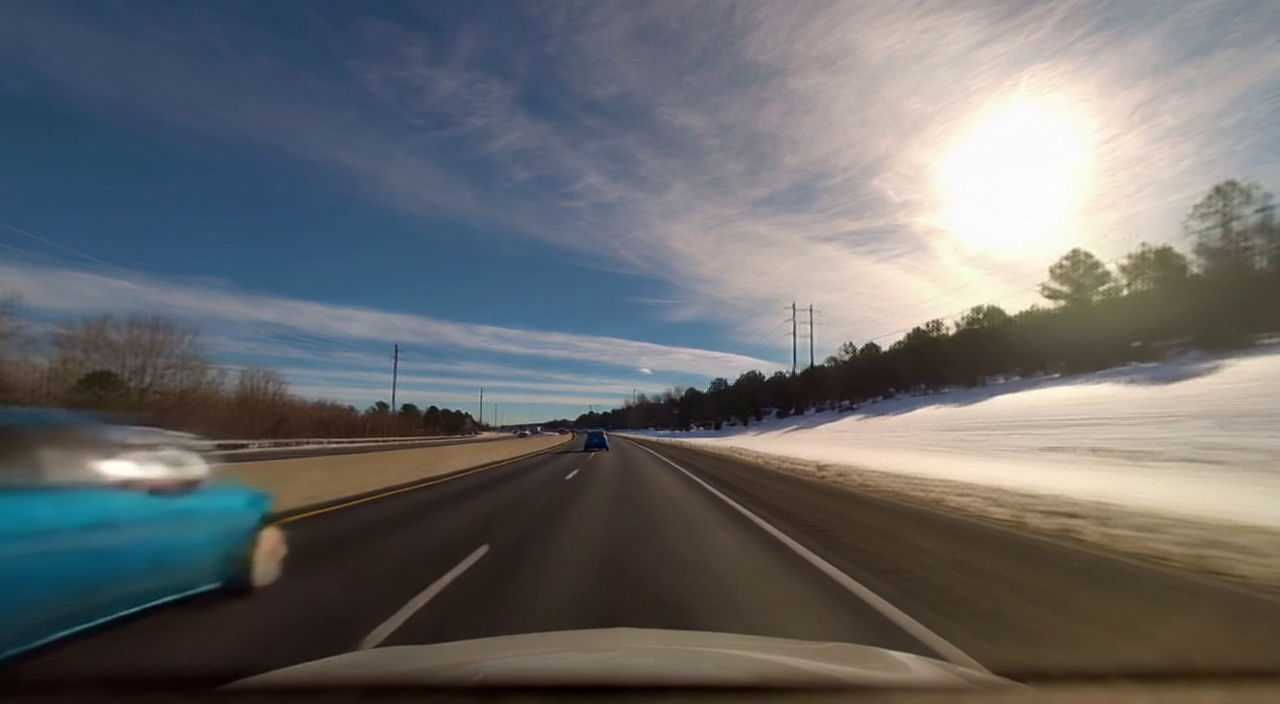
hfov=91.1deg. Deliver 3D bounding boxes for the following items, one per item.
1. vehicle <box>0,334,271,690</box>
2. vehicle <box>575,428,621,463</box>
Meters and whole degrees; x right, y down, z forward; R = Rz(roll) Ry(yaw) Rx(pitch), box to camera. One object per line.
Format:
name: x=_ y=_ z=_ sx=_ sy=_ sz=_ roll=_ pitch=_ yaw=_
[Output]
vehicle: x=-4.179 y=0.719 z=2.627 sx=2.189 sy=1.704 sz=5.205 roll=0 pitch=-8 yaw=-1
vehicle: x=-1.884 y=4.336 z=29.365 sx=1.999 sy=1.536 sz=3.969 roll=0 pitch=-8 yaw=-1
